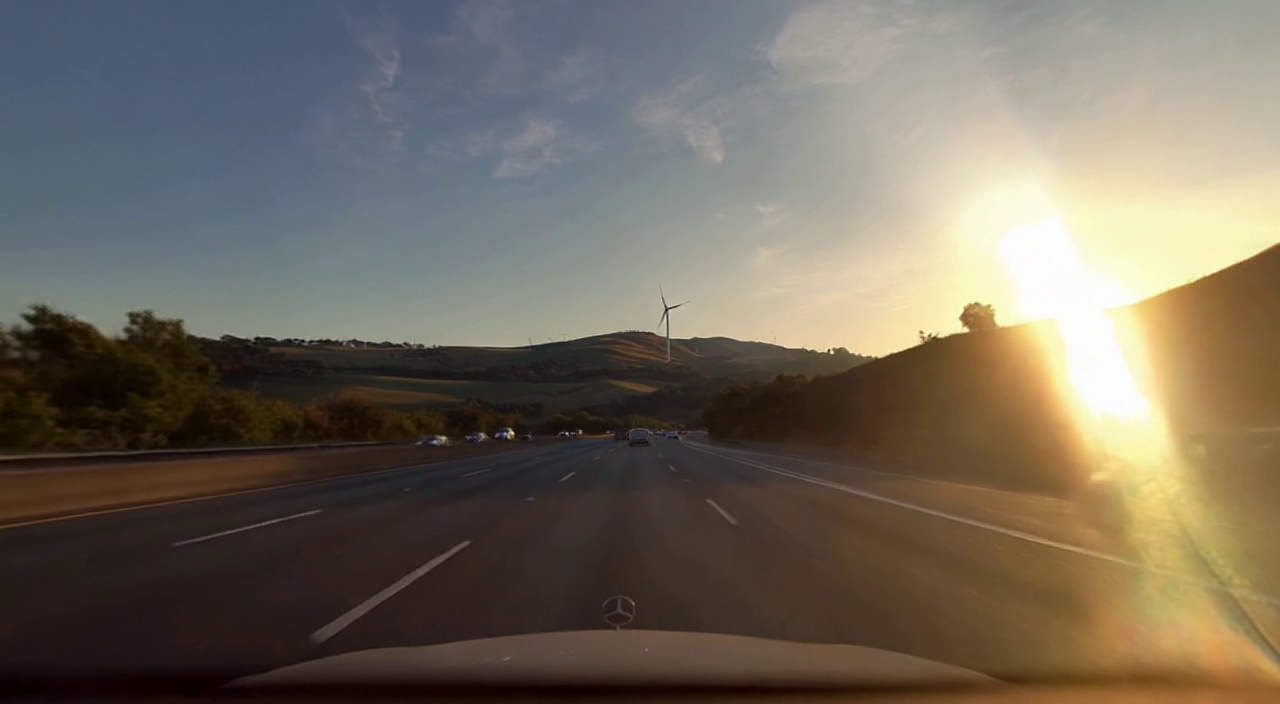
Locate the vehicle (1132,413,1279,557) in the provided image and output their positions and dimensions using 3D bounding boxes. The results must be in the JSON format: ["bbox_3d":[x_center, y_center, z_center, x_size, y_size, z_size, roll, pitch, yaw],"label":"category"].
[{"bbox_3d":[7.934,1.497,7.242,1.926,1.559,2.968,1,-8,-7],"label":"vehicle"}]
